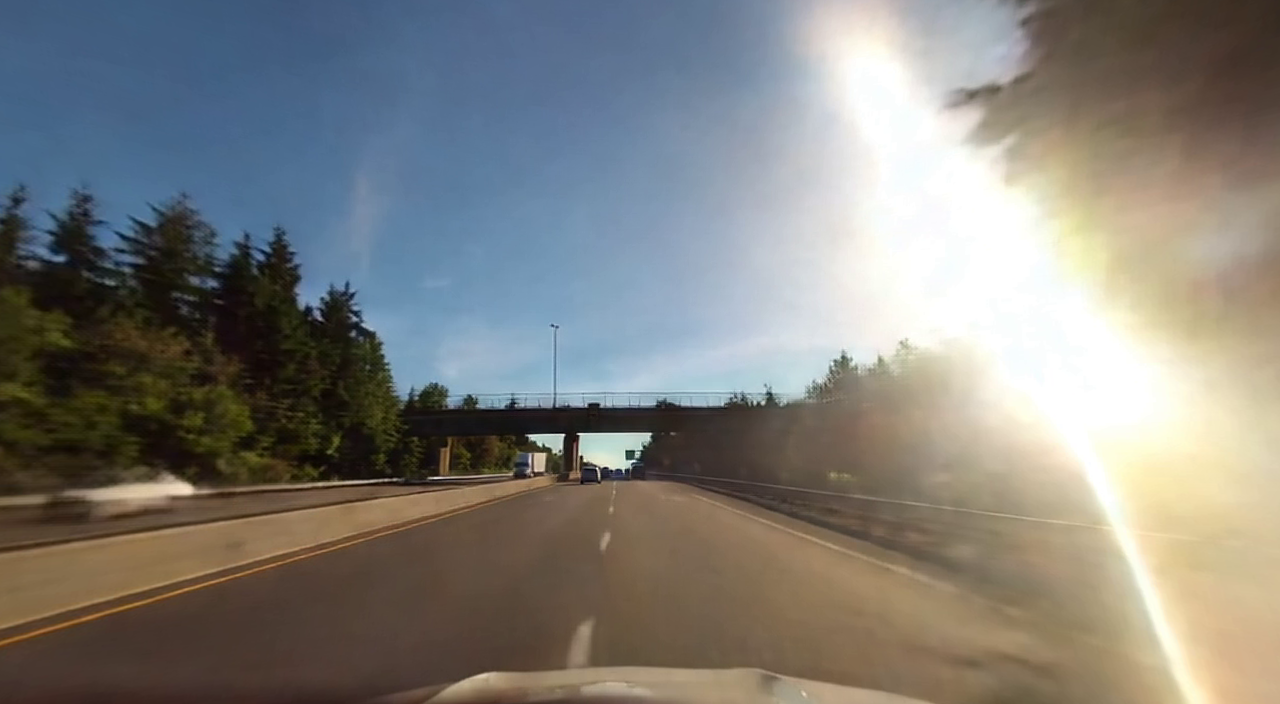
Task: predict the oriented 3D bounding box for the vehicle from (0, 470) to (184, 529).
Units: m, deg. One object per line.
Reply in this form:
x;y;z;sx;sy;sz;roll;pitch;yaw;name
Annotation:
-15.322;4.109;17.947;1.708;1.455;4.012;1;-11;-2;vehicle
